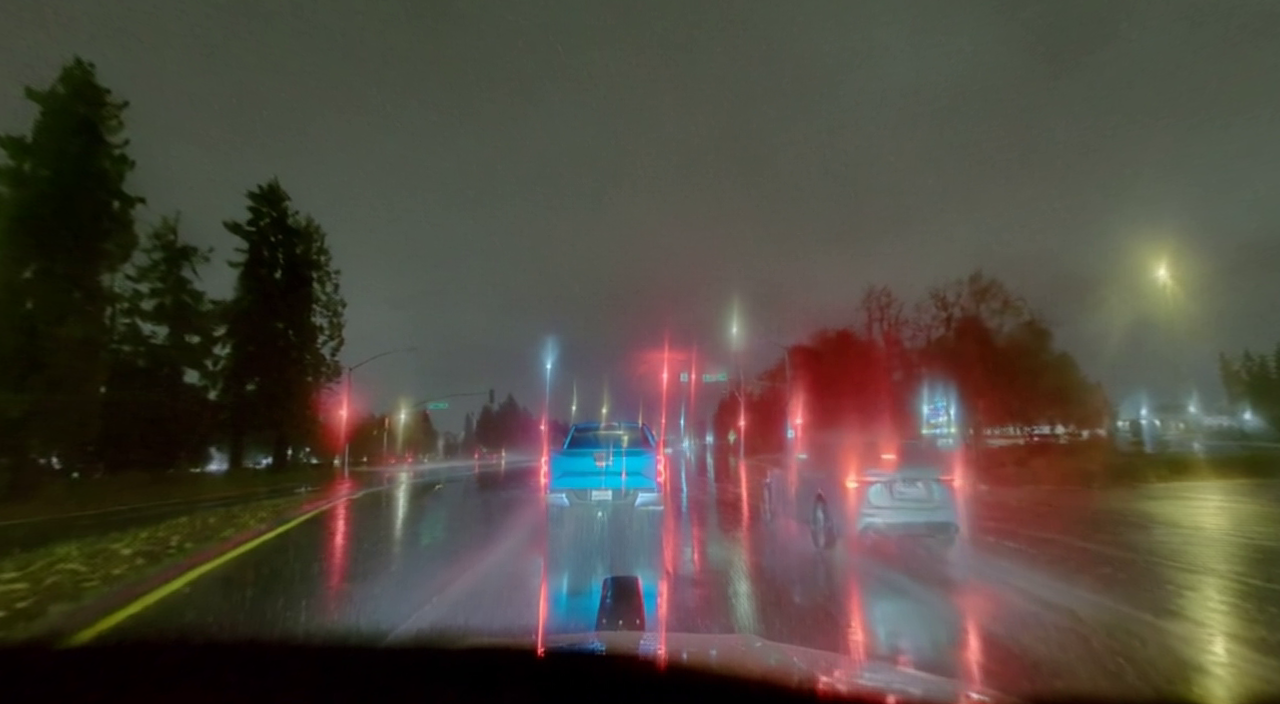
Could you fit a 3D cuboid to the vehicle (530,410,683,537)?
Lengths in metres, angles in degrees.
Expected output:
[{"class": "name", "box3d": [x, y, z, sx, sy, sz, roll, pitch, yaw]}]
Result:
[{"class": "vehicle", "box3d": [-0.500, 2.059, 11.313, 2.145, 1.762, 4.731, 0, -8, -1]}]

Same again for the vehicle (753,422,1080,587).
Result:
[{"class": "vehicle", "box3d": [2.942, 1.729, 8.070, 2.073, 1.484, 4.437, 0, -8, -1]}]
